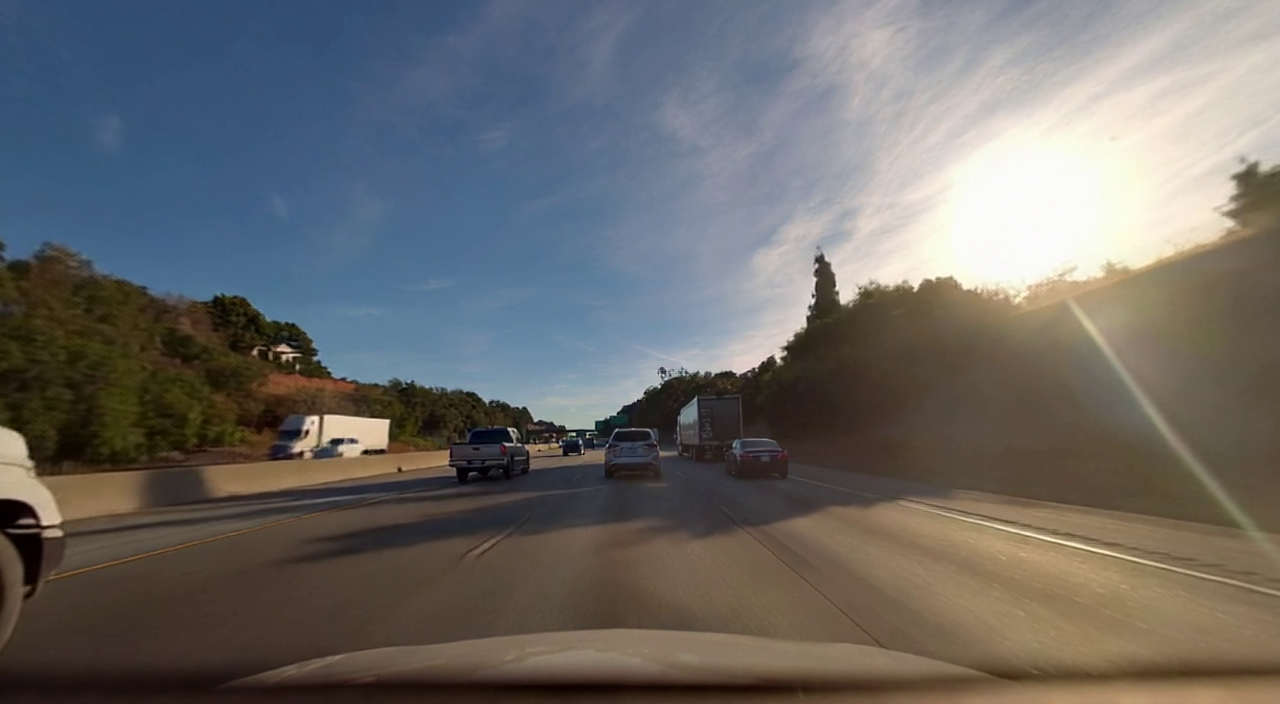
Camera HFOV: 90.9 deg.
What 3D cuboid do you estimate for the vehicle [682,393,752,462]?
[{"bbox_3d":[5.071,5.479,44.891,2.888,4.135,14.071,0,-8,-1],"label":"vehicle"}]

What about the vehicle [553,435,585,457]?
[{"bbox_3d":[-5.517,7.343,49.269,1.971,1.648,3.983,0,-8,0],"label":"vehicle"}]

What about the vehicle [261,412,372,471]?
[{"bbox_3d":[-20.923,5.840,41.486,2.853,3.451,8.485,0,-8,-1],"label":"vehicle"}]

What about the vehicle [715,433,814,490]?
[{"bbox_3d":[3.494,3.142,18.530,1.951,1.477,3.963,0,-8,-2],"label":"vehicle"}]

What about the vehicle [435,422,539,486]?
[{"bbox_3d":[-4.621,3.156,19.872,2.101,1.767,4.702,0,-8,0],"label":"vehicle"}]

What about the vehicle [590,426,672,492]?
[{"bbox_3d":[-0.271,2.961,17.841,2.083,1.647,3.799,0,-8,-2],"label":"vehicle"}]
